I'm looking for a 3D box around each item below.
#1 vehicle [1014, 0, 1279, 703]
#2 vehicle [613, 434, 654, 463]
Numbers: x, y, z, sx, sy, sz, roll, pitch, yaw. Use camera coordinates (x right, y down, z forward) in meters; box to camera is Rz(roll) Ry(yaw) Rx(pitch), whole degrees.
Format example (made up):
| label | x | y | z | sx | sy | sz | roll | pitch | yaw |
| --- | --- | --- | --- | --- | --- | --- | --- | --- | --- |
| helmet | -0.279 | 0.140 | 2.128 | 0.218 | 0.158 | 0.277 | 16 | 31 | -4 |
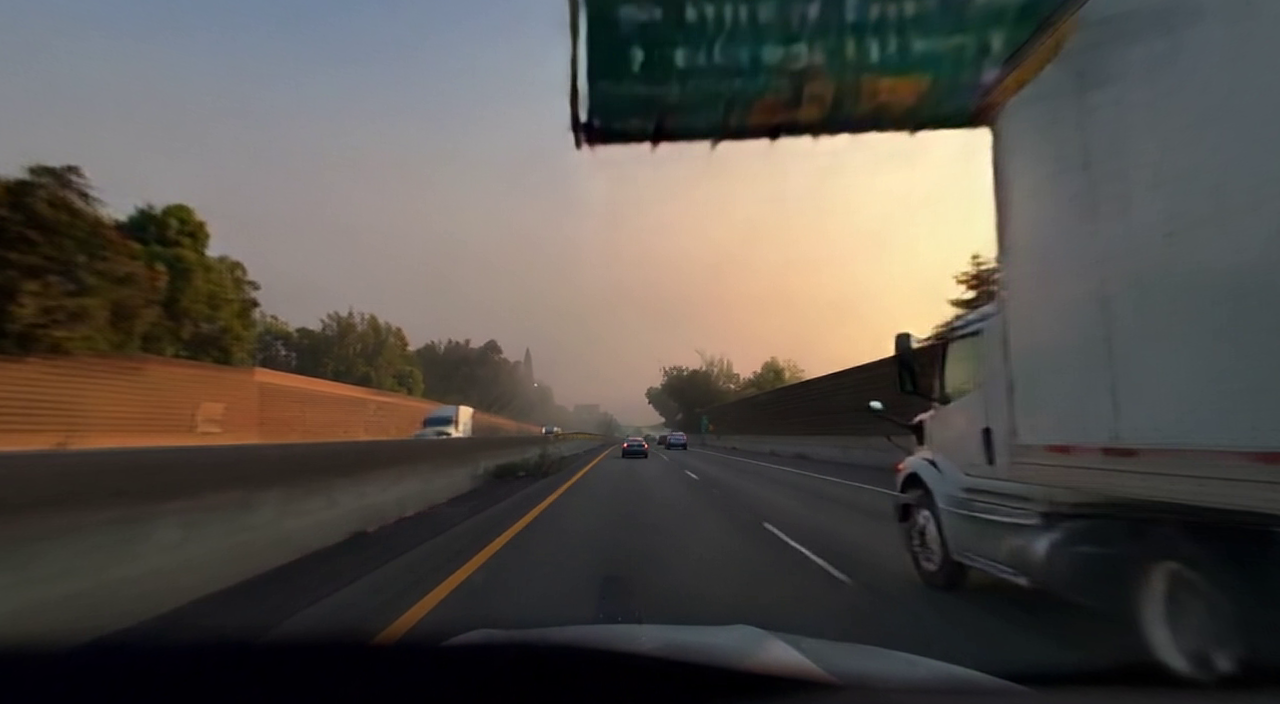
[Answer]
| label | x | y | z | sx | sy | sz | roll | pitch | yaw |
| --- | --- | --- | --- | --- | --- | --- | --- | --- | --- |
| vehicle | 4.281 | -0.184 | 2.801 | 3.009 | 4.109 | 3.167 | -1 | -8 | 0 |
| vehicle | -0.359 | 5.274 | 34.718 | 2.119 | 1.480 | 4.000 | -1 | -8 | -1 |
